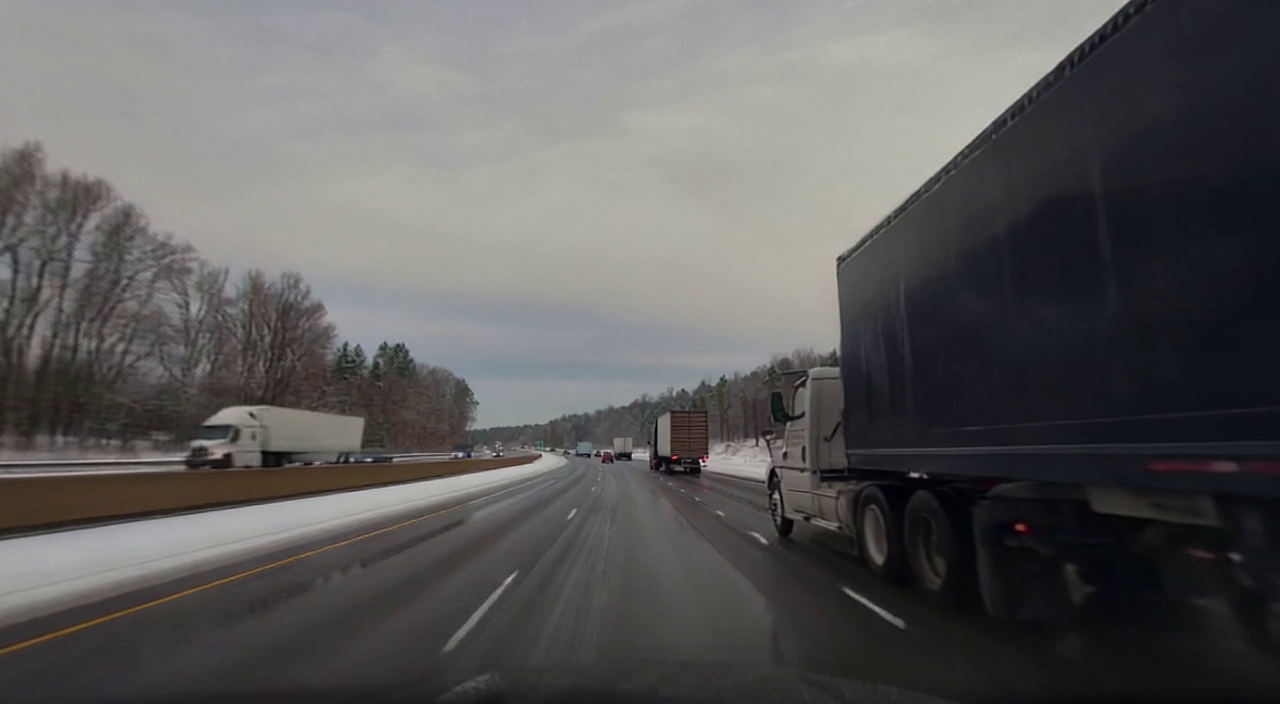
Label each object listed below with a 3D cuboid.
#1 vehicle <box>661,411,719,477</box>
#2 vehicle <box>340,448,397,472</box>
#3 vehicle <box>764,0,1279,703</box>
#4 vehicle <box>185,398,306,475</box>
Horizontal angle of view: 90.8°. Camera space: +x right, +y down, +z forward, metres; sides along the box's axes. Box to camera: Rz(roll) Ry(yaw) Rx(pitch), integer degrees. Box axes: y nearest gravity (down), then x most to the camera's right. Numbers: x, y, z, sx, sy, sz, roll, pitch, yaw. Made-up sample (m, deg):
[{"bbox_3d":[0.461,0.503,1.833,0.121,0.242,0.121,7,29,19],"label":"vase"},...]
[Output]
[{"bbox_3d":[3.194,6.258,42.767,2.826,4.035,8.369,0,-9,-3],"label":"vehicle"},{"bbox_3d":[-17.992,7.175,42.049,1.863,1.512,4.682,0,-9,-1],"label":"vehicle"},{"bbox_3d":[4.292,0.698,8.181,2.989,3.997,11.037,0,-9,-1],"label":"vehicle"},{"bbox_3d":[-22.223,4.856,36.041,3.018,4.008,5.908,0,-9,-2],"label":"vehicle"}]
